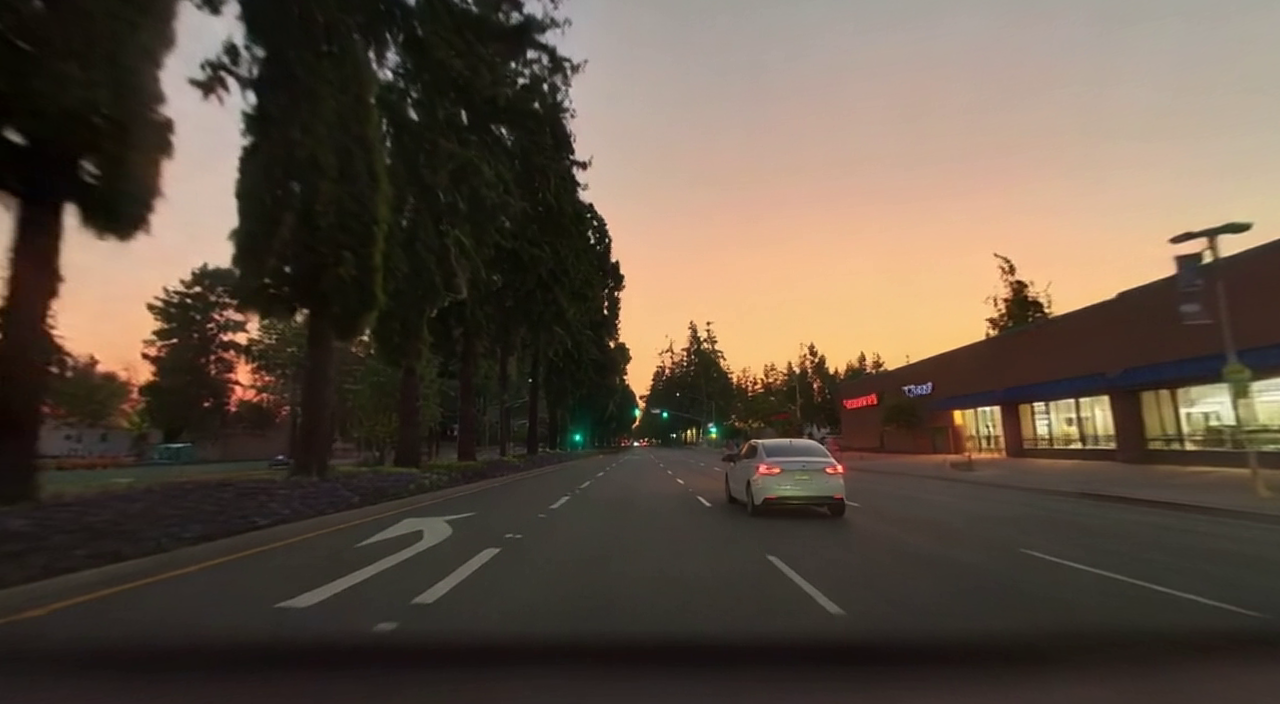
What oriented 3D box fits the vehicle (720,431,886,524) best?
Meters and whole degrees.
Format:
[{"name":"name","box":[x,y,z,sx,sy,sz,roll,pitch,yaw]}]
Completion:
[{"name":"vehicle","box":[2.923,2.369,12.469,2.015,1.479,4.444,0,-8,-1]}]
